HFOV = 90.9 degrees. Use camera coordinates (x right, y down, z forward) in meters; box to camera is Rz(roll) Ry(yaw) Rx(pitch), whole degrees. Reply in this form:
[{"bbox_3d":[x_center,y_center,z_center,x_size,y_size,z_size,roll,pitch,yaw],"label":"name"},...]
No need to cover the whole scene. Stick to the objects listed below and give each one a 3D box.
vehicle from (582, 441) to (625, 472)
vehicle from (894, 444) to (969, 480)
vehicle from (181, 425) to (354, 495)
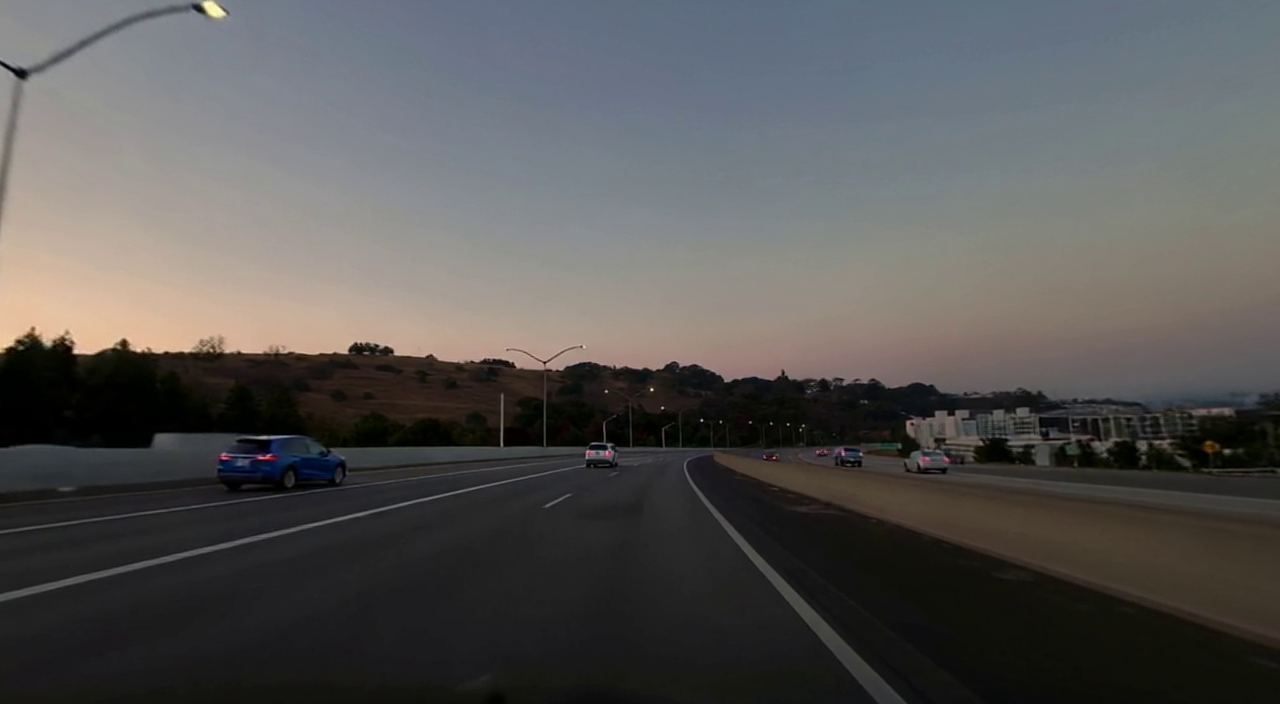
[{"bbox_3d":[-2.115,6.238,37.884,2.028,1.782,4.150,-1,-8,4],"label":"vehicle"},{"bbox_3d":[13.804,5.190,30.173,1.786,1.559,4.496,-1,-8,5],"label":"vehicle"},{"bbox_3d":[-10.464,3.068,18.262,2.039,1.746,4.528,-1,-8,3],"label":"vehicle"}]
